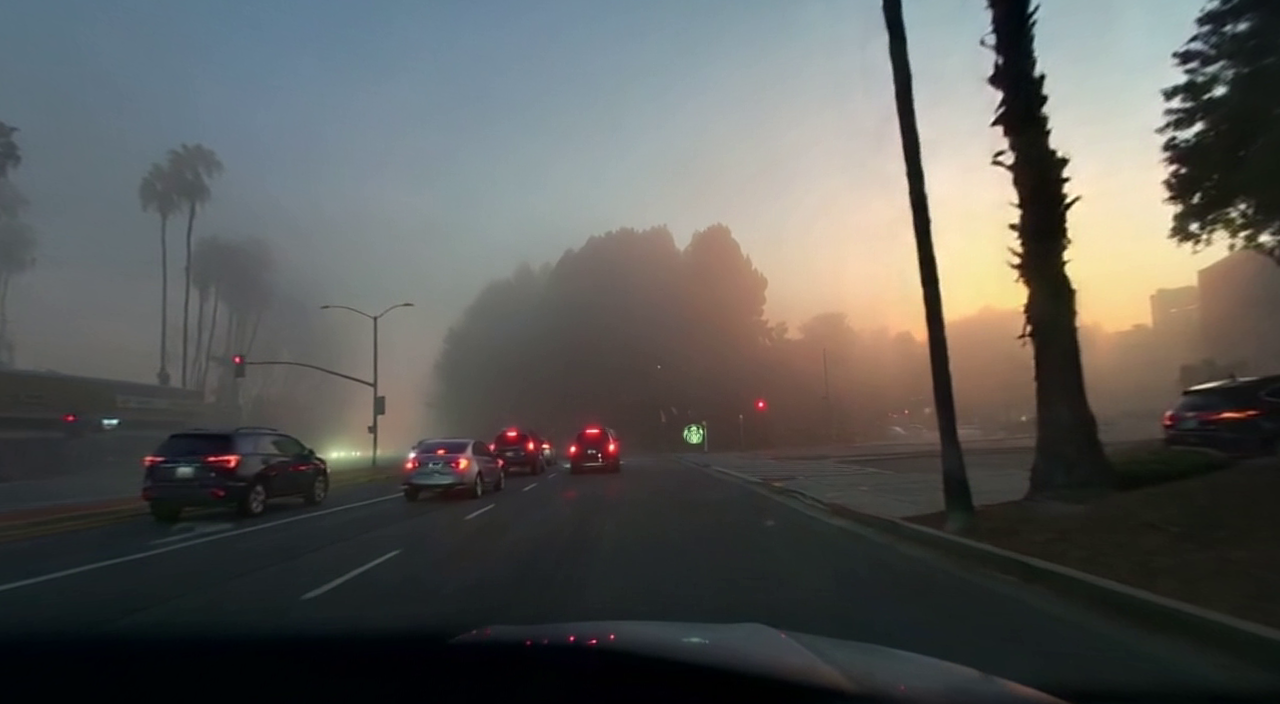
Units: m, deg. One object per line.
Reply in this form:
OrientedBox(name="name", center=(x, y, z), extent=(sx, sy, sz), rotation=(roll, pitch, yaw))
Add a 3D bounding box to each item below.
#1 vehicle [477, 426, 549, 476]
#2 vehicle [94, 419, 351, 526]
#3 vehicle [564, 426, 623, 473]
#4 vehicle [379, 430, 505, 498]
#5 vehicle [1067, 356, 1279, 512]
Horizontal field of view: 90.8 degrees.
OrientedBox(name="vehicle", center=(-5.179, 4.126, 26.462), extent=(2.025, 1.862, 4.804), rotation=(0, -9, 0))
OrientedBox(name="vehicle", center=(-8.494, 2.494, 13.668), extent=(2.178, 1.864, 5.005), rotation=(0, -9, -1))
OrientedBox(name="vehicle", center=(-1.816, 4.003, 26.058), extent=(2.153, 1.759, 4.320), rotation=(0, -9, -1))
OrientedBox(name="vehicle", center=(-5.139, 2.973, 17.178), extent=(1.885, 1.567, 4.775), rotation=(0, -9, 0))
OrientedBox(name="vehicle", center=(9.467, 1.194, 9.224), extent=(4.774, 1.975, 2.245), rotation=(0, -9, -2))
